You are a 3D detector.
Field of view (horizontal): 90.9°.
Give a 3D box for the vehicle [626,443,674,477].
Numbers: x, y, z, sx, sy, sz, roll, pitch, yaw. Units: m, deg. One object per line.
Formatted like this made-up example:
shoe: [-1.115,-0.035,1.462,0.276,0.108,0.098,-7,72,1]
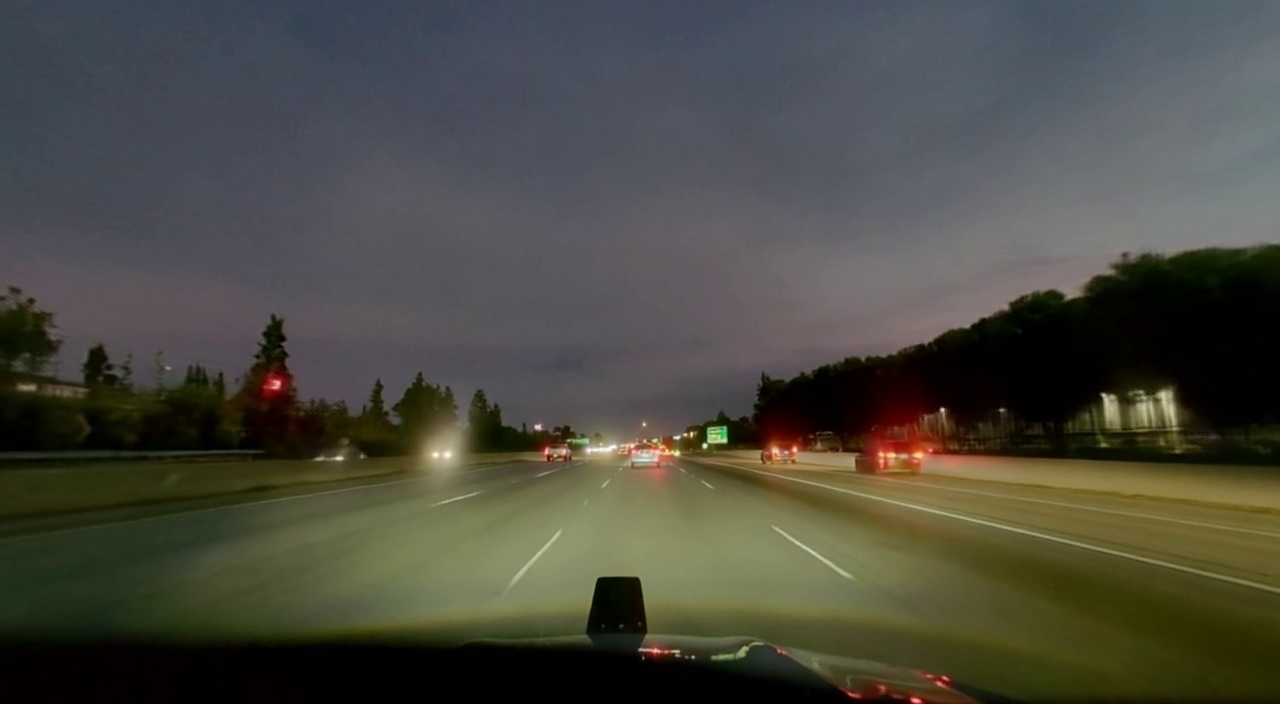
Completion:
vehicle: [0.413,5.057,29.917,2.112,1.482,4.082,0,-8,0]
